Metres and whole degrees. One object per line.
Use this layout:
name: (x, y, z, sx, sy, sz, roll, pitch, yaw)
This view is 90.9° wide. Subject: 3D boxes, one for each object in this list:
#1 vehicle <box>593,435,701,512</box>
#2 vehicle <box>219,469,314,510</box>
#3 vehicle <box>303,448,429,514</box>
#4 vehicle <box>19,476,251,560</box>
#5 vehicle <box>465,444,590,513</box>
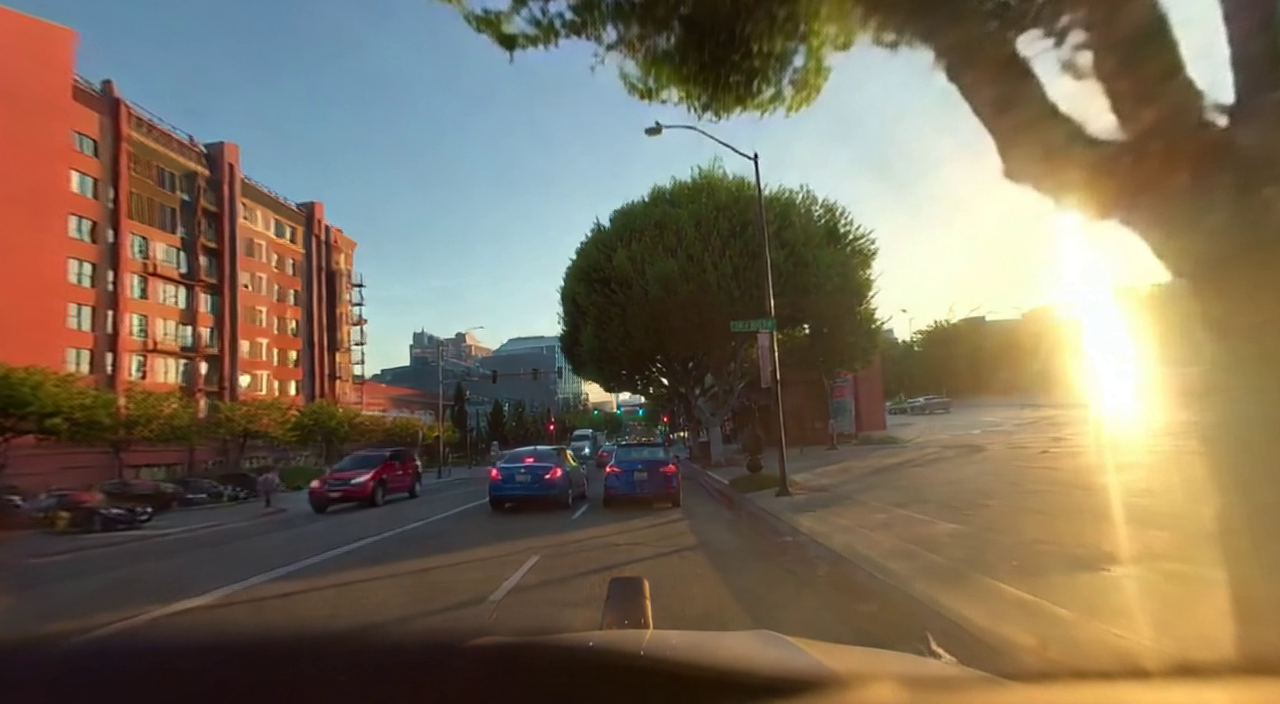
vehicle: (0.153, 2.658, 14.252, 2.094, 1.478, 3.922, 0, -8, 0)
vehicle: (-17.280, 6.277, 29.081, 4.584, 1.504, 2.124, -6, -10, 38)
vehicle: (-8.388, 3.927, 19.808, 1.931, 1.803, 4.420, 0, -8, 0)
vehicle: (-11.728, 3.833, 15.164, 1.861, 1.476, 4.479, 0, -9, 0)
vehicle: (-2.538, 2.998, 15.611, 2.099, 1.424, 4.843, 0, -8, 1)
